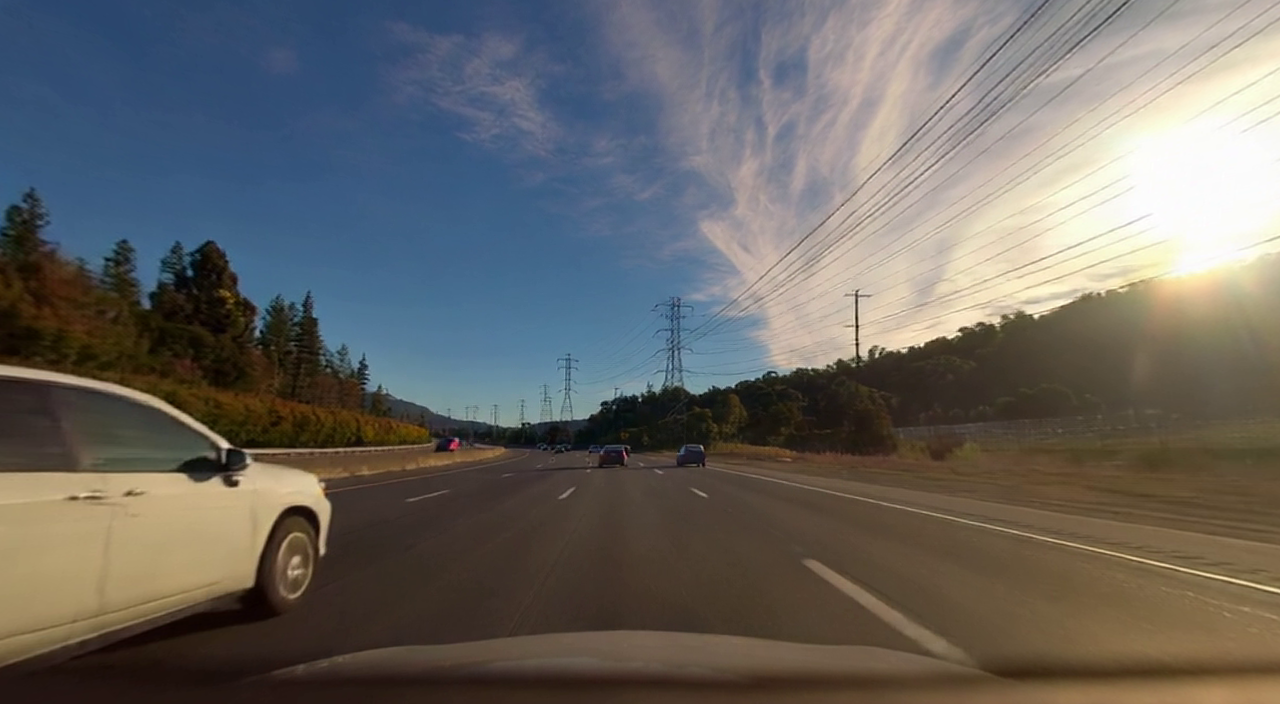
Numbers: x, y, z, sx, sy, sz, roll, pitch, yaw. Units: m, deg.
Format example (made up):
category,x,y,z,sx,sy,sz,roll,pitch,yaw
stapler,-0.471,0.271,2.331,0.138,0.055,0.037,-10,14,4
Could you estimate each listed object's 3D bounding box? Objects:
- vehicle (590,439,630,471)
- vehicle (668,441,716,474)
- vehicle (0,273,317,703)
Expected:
category,x,y,z,sx,sy,sz,roll,pitch,yaw
vehicle,-1.846,6.021,37.178,2.188,1.714,3.921,1,-8,-5
vehicle,2.479,5.139,31.120,1.789,1.503,3.897,0,-8,-4
vehicle,-4.217,0.703,2.803,2.475,2.152,5.837,0,-8,0
